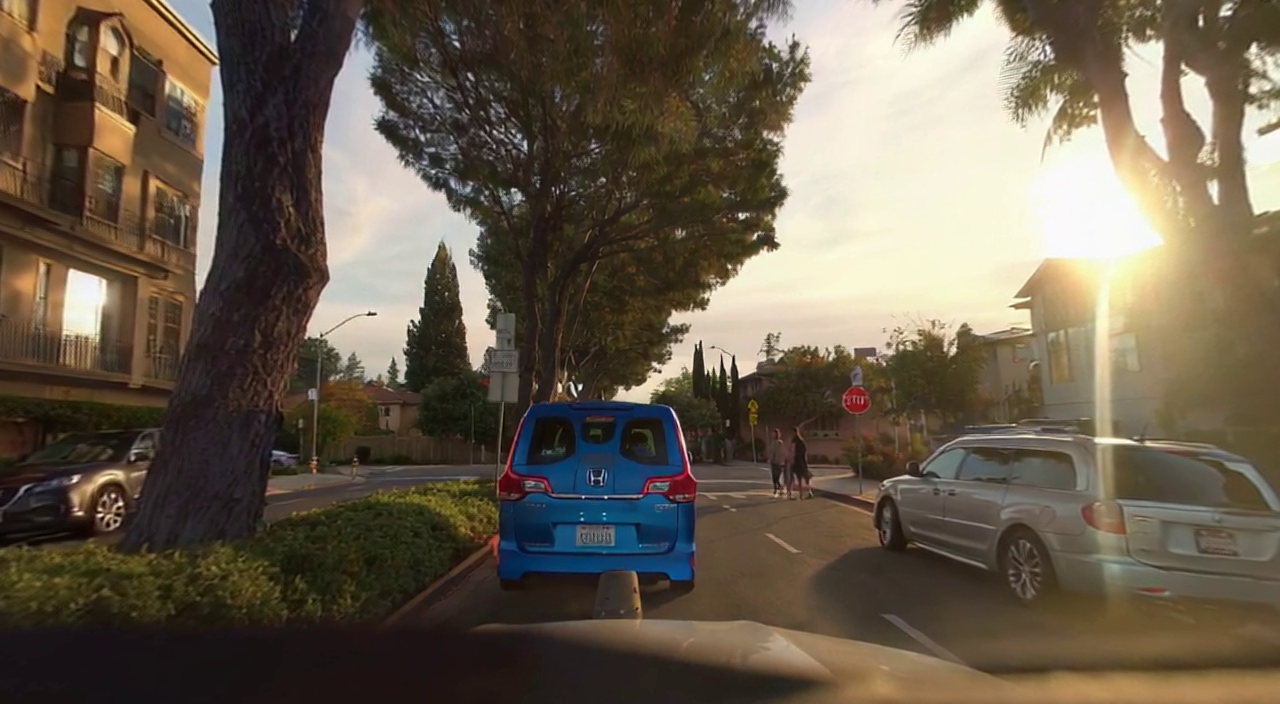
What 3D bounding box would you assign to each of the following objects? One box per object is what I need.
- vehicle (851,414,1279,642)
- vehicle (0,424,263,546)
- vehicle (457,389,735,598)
[{"bbox_3d":[4.214,1.665,7.054,1.959,1.581,4.731,4,-9,-2],"label":"vehicle"},{"bbox_3d":[-8.297,1.993,10.188,1.825,1.532,4.083,-3,-7,1],"label":"vehicle"},{"bbox_3d":[-0.397,1.563,7.817,2.377,1.787,4.652,0,-8,-1],"label":"vehicle"}]
